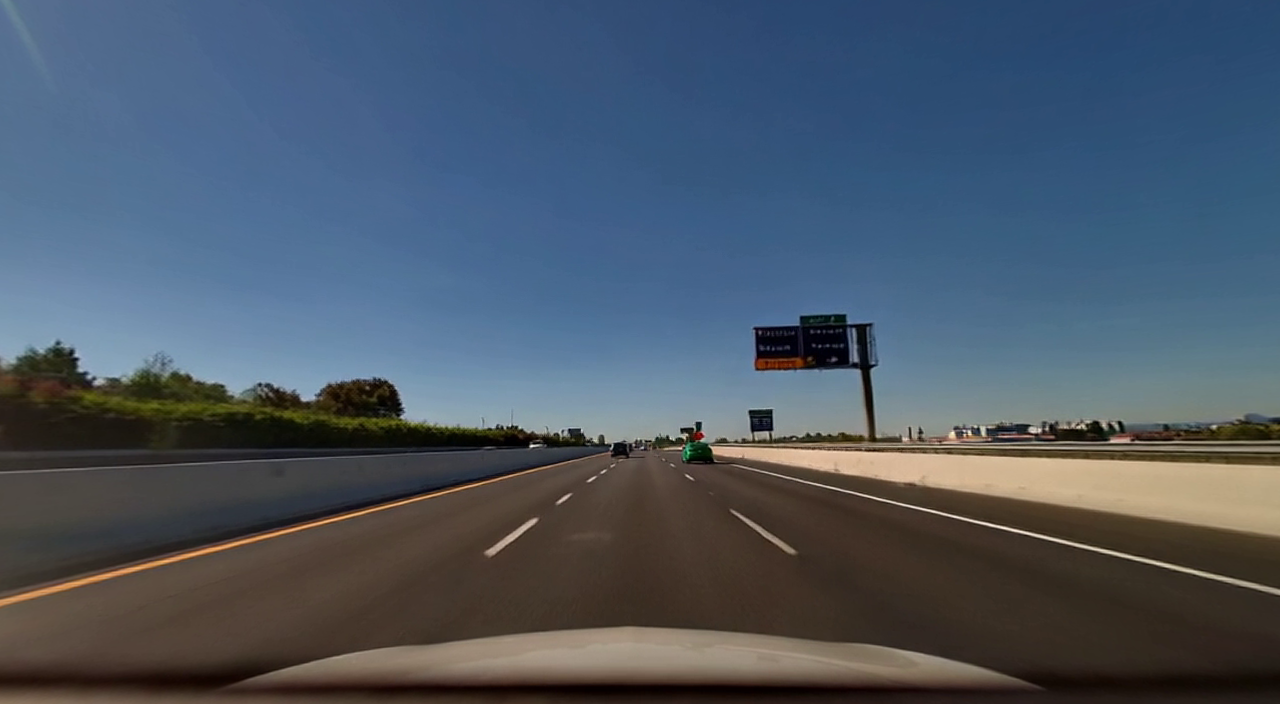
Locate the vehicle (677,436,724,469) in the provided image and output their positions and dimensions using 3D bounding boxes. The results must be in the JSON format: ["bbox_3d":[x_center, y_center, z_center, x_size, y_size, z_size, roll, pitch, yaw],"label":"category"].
[{"bbox_3d":[3.329,5.606,35.175,2.202,1.682,4.188,0,-8,0],"label":"vehicle"}]
